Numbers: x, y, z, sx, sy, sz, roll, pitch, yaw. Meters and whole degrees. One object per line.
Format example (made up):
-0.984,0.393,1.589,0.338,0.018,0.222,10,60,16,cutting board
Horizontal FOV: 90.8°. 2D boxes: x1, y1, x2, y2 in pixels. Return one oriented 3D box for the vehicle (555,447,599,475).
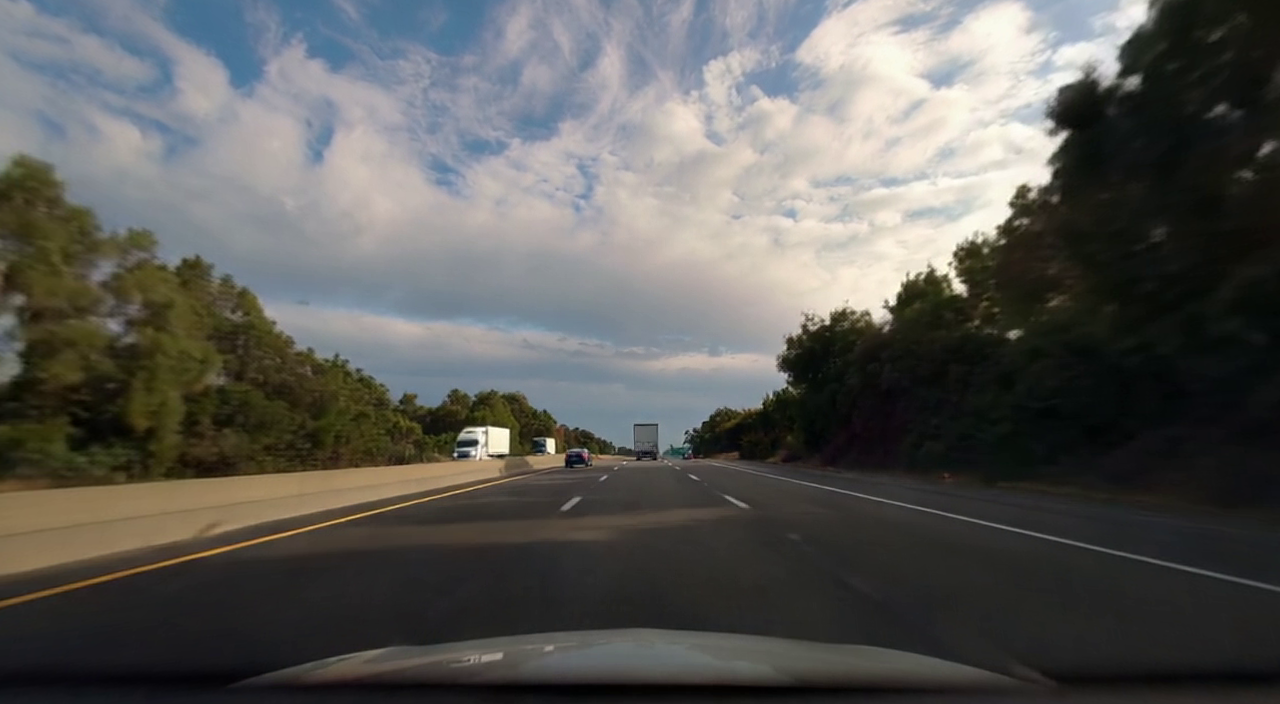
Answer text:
-3.400,5.939,34.663,1.955,1.438,4.100,0,-9,1,vehicle
